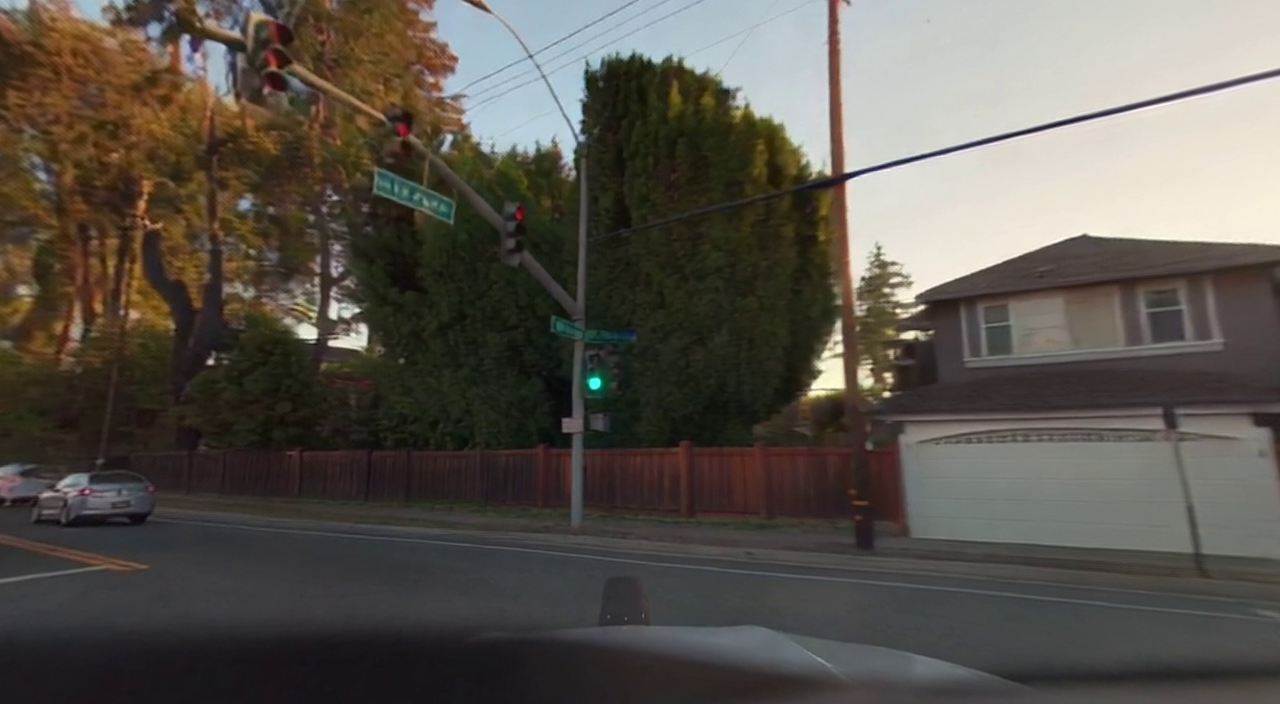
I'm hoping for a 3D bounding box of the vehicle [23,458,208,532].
[{"bbox_3d":[-12.917,3.391,15.480,4.512,1.506,2.078,-6,-11,32],"label":"vehicle"}]
